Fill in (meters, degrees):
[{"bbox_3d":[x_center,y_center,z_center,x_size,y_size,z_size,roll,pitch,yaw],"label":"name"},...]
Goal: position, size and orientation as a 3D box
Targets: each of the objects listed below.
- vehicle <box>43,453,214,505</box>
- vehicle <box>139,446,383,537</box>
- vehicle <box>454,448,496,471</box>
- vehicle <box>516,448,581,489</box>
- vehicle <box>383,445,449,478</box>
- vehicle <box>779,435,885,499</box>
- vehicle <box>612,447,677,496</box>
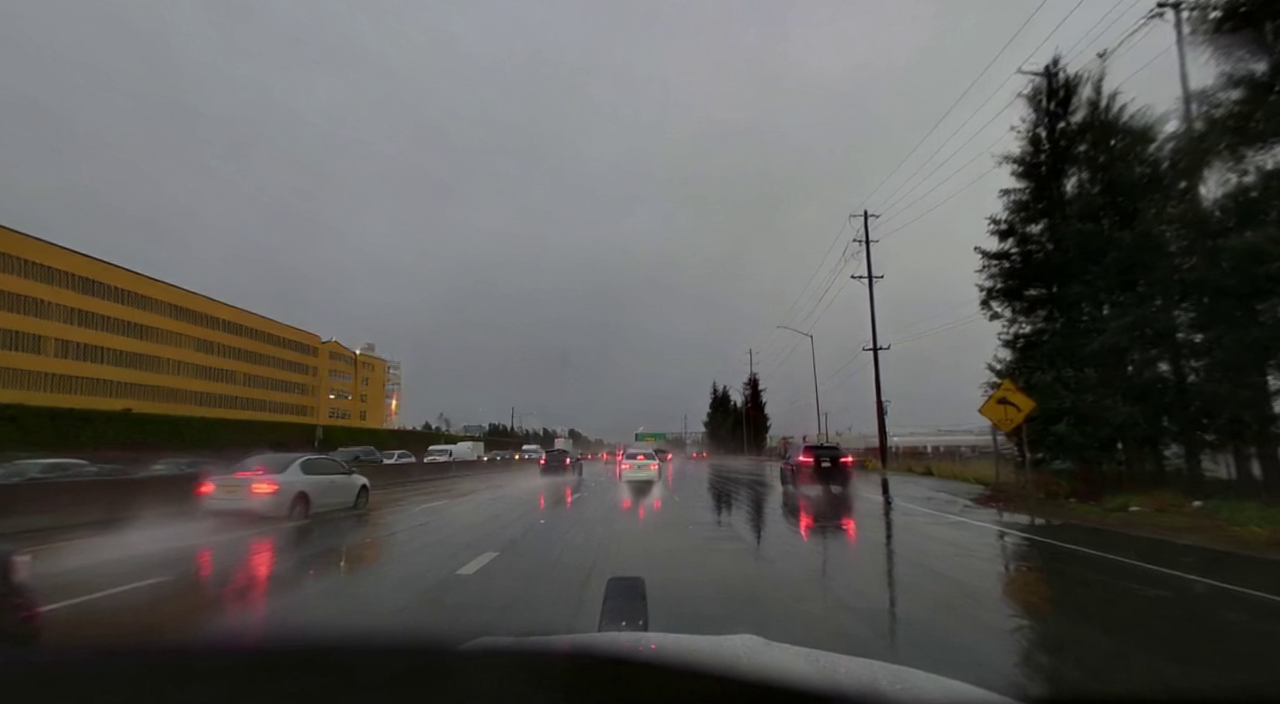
[{"bbox_3d":[-16.824,4.160,21.131,1.854,1.433,4.603,-1,-8,1],"label":"vehicle"},{"bbox_3d":[-7.372,2.710,13.062,2.069,1.488,4.780,0,-8,0],"label":"vehicle"},{"bbox_3d":[-12.548,8.186,48.227,1.991,1.537,4.464,0,-8,0],"label":"vehicle"},{"bbox_3d":[-3.698,4.790,26.286,2.034,1.466,4.363,-1,-8,1],"label":"vehicle"},{"bbox_3d":[-12.756,6.251,36.221,2.037,1.712,4.530,-1,-8,1],"label":"vehicle"},{"bbox_3d":[6.060,3.674,20.609,2.106,1.817,4.845,-1,-8,3],"label":"vehicle"},{"bbox_3d":[0.132,4.167,22.399,2.107,1.538,3.999,0,-8,0],"label":"vehicle"}]
